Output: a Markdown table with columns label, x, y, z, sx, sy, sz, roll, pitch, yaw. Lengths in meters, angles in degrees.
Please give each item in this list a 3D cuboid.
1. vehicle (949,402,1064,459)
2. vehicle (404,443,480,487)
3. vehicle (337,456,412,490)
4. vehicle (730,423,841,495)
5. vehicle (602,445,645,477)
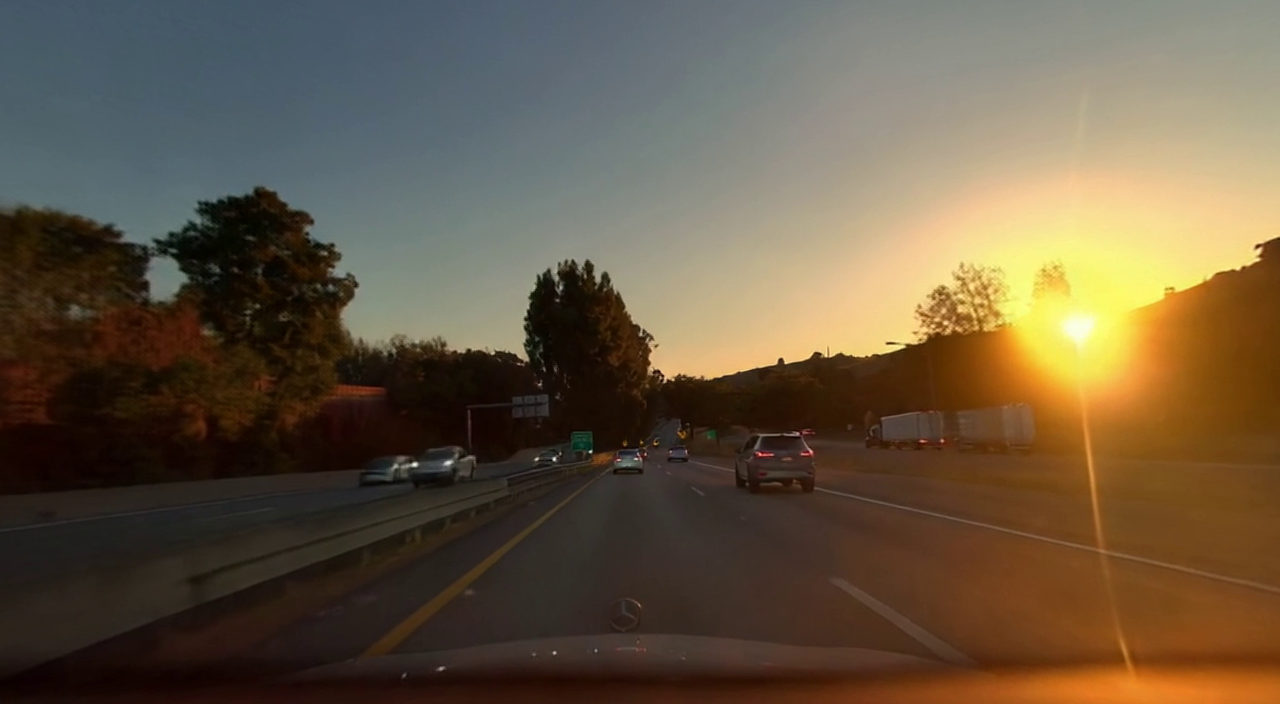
| label | x | y | z | sx | sy | sz | roll | pitch | yaw |
| --- | --- | --- | --- | --- | --- | --- | --- | --- | --- |
| vehicle | 27.014 | 6.035 | 47.004 | 2.971 | 3.746 | 10.126 | -1 | -9 | 3 |
| vehicle | -9.150 | 5.238 | 29.367 | 2.126 | 1.851 | 4.357 | 0 | -9 | 0 |
| vehicle | -13.265 | 6.068 | 31.643 | 1.955 | 1.511 | 4.111 | 0 | -9 | 0 |
| vehicle | 4.322 | 3.293 | 19.561 | 2.261 | 1.952 | 4.784 | 0 | -9 | -1 |
| vehicle | -0.806 | 5.498 | 31.818 | 2.029 | 1.483 | 3.769 | 0 | -9 | -1 |
